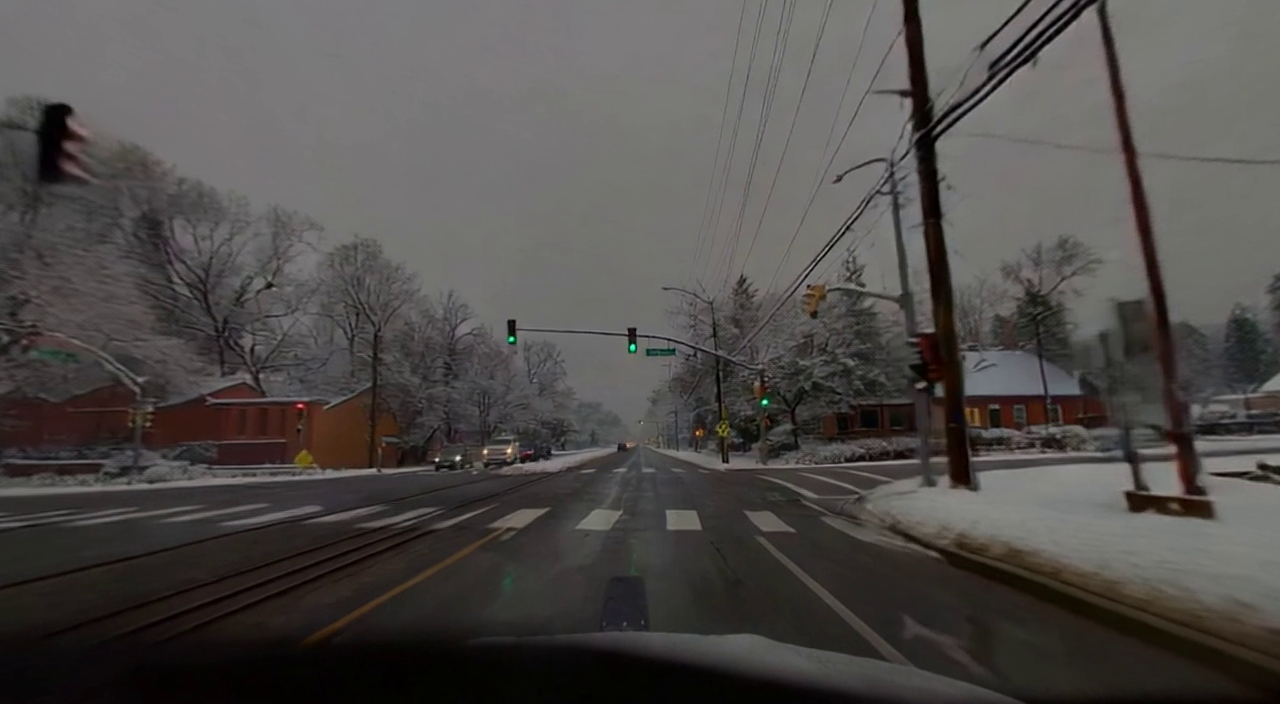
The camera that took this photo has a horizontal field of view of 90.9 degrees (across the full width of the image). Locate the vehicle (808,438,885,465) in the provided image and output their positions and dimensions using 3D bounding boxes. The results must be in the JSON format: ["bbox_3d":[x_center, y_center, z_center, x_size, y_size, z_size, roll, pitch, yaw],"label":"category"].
[{"bbox_3d":[13.285,6.417,40.803,1.897,1.532,4.694,2,-9,-27],"label":"vehicle"}]

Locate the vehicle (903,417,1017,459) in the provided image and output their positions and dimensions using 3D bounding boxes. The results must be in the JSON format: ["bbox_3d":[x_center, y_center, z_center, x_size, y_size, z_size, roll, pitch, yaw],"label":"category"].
[{"bbox_3d":[19.697,5.422,39.200,2.609,2.332,5.734,4,-11,-26],"label":"vehicle"}]

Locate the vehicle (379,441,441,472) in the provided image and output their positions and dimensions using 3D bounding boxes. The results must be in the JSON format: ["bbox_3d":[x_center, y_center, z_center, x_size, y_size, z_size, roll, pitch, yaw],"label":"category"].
[{"bbox_3d":[-14.951,6.825,41.300,2.112,1.880,4.479,-1,-8,4],"label":"vehicle"}]

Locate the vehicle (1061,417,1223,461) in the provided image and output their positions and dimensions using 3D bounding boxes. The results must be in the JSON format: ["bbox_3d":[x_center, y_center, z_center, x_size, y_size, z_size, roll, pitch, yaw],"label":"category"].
[{"bbox_3d":[26.192,4.615,33.268,2.370,2.038,6.186,3,-9,-23],"label":"vehicle"}]

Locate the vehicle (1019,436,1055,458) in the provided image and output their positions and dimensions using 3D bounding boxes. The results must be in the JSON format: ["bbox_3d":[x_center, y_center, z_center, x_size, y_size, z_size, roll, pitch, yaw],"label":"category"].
[{"bbox_3d":[30.107,7.205,47.900,1.740,1.414,3.875,-6,-6,25],"label":"vehicle"}]

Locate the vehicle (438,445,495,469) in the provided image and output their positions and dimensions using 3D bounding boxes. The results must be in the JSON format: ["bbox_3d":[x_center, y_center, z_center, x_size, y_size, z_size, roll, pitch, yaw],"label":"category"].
[{"bbox_3d":[-11.524,7.015,42.335,2.090,1.519,4.919,-1,-8,5],"label":"vehicle"}]
